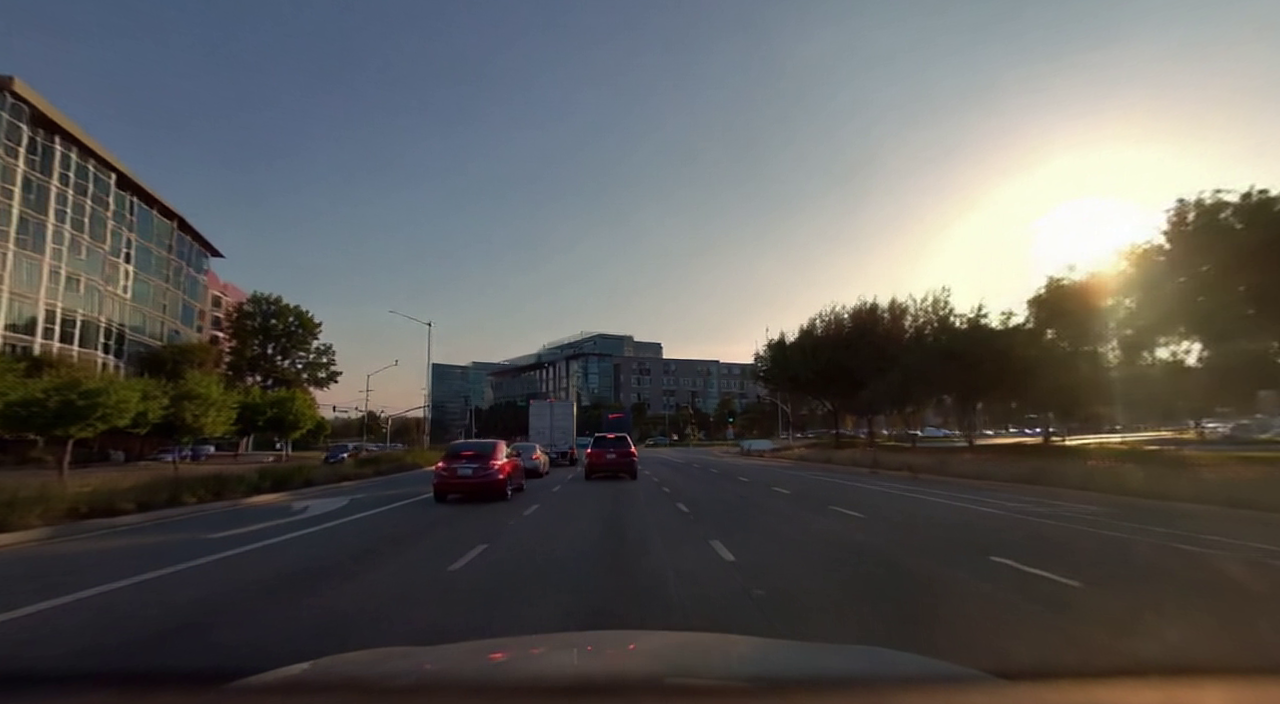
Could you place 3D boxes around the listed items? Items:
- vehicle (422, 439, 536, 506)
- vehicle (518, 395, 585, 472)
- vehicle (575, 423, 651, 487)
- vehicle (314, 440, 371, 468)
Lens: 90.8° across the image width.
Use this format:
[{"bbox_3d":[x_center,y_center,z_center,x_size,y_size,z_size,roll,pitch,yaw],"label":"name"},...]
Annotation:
[{"bbox_3d":[-3.920,2.974,16.178,1.904,1.460,4.300,0,-8,-2],"label":"vehicle"},{"bbox_3d":[-4.937,5.002,38.090,2.918,3.741,13.683,0,-8,-4],"label":"vehicle"},{"bbox_3d":[-0.903,3.410,21.197,2.260,1.872,4.578,0,-8,-3],"label":"vehicle"},{"bbox_3d":[-20.882,7.155,44.582,2.089,1.861,4.615,1,-8,-5],"label":"vehicle"}]
